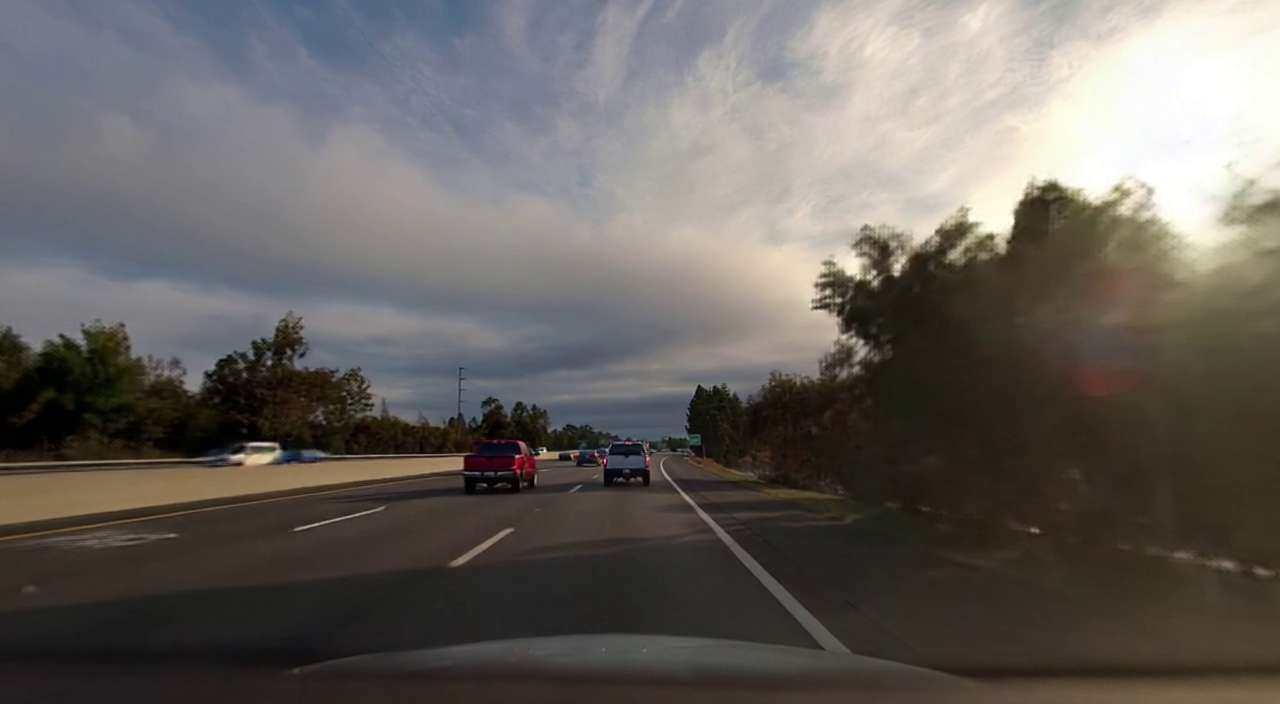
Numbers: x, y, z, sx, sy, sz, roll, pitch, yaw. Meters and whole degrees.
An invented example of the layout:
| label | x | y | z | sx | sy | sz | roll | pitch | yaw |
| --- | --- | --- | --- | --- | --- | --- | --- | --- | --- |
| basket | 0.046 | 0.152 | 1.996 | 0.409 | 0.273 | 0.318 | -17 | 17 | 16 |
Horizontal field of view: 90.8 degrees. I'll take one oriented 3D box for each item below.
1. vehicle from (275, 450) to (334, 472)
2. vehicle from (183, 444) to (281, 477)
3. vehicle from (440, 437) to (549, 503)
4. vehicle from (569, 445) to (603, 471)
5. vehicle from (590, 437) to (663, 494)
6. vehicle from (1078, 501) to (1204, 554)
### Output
| label | x | y | z | sx | sy | sz | roll | pitch | yaw |
| --- | --- | --- | --- | --- | --- | --- | --- | --- | --- |
| vehicle | -24.524 | 7.978 | 46.382 | 1.883 | 1.458 | 4.499 | 0 | -8 | 0 |
| vehicle | -21.649 | 5.754 | 33.786 | 2.053 | 1.639 | 4.685 | 0 | -8 | 1 |
| vehicle | -4.174 | 3.465 | 19.098 | 2.038 | 1.704 | 5.181 | 0 | -8 | 0 |
| vehicle | -3.907 | 7.794 | 46.590 | 1.991 | 1.776 | 4.333 | 0 | -8 | 2 |
| vehicle | -0.385 | 3.879 | 22.014 | 2.293 | 1.753 | 4.380 | 0 | -8 | 1 |
| vehicle | 20.933 | 7.318 | 26.692 | 1.956 | 1.594 | 4.425 | -1 | -8 | 5 |
